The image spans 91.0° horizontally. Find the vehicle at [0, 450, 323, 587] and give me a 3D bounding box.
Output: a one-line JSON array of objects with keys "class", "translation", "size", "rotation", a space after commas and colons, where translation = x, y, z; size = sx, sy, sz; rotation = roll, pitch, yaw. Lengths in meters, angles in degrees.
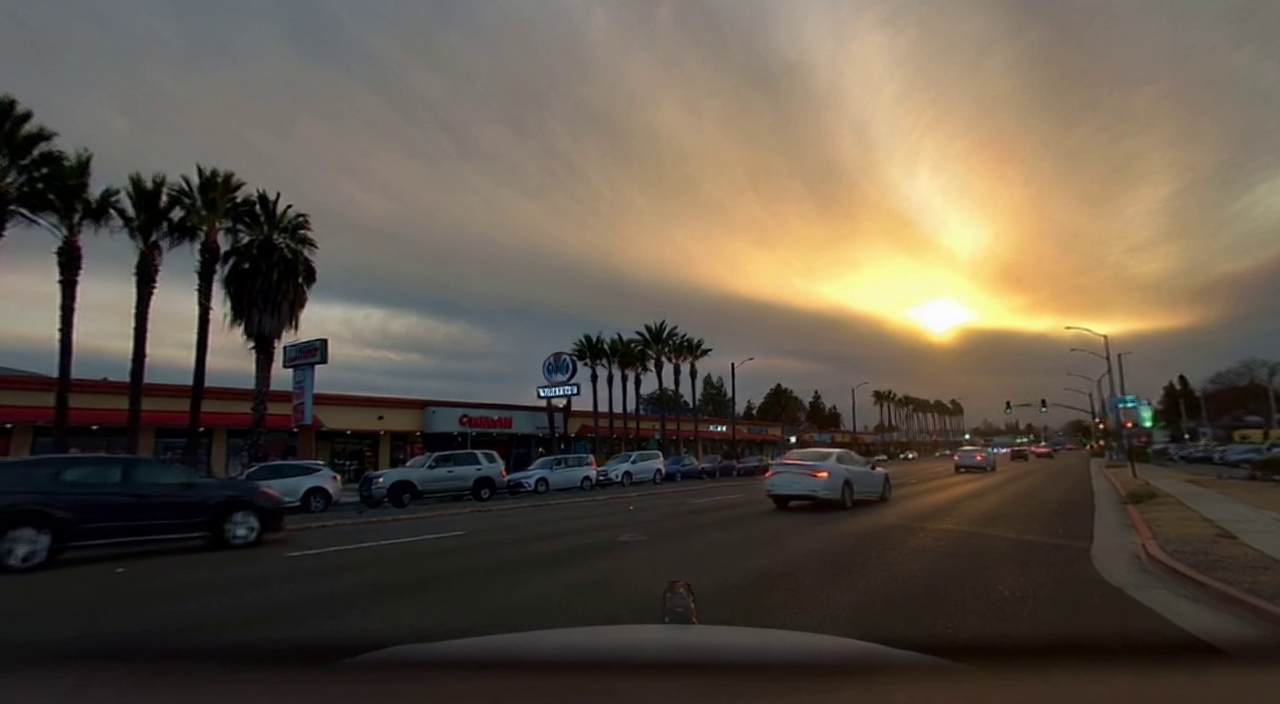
[{"class": "vehicle", "translation": [-7.237, 2.143, 8.798], "size": [2.090, 1.520, 4.452], "rotation": [-7, -11, 39]}]

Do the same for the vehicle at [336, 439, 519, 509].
[{"class": "vehicle", "translation": [-6.197, 3.721, 18.973], "size": [1.989, 1.792, 4.884], "rotation": [-9, -15, 35]}]

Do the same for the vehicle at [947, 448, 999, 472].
[{"class": "vehicle", "translation": [22.756, 7.319, 42.909], "size": [2.232, 1.513, 5.090], "rotation": [-6, -11, 37]}]

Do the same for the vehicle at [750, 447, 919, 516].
[{"class": "vehicle", "translation": [5.105, 3.177, 16.120], "size": [2.139, 1.461, 4.918], "rotation": [-8, -12, 43]}]

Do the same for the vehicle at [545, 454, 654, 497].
[{"class": "vehicle", "translation": [-1.502, 4.828, 24.928], "size": [1.837, 1.468, 4.389], "rotation": [-6, -11, 37]}]

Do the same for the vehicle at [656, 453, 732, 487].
[{"class": "vehicle", "translation": [2.727, 5.720, 30.788], "size": [1.776, 1.448, 4.137], "rotation": [-6, -11, 36]}]
